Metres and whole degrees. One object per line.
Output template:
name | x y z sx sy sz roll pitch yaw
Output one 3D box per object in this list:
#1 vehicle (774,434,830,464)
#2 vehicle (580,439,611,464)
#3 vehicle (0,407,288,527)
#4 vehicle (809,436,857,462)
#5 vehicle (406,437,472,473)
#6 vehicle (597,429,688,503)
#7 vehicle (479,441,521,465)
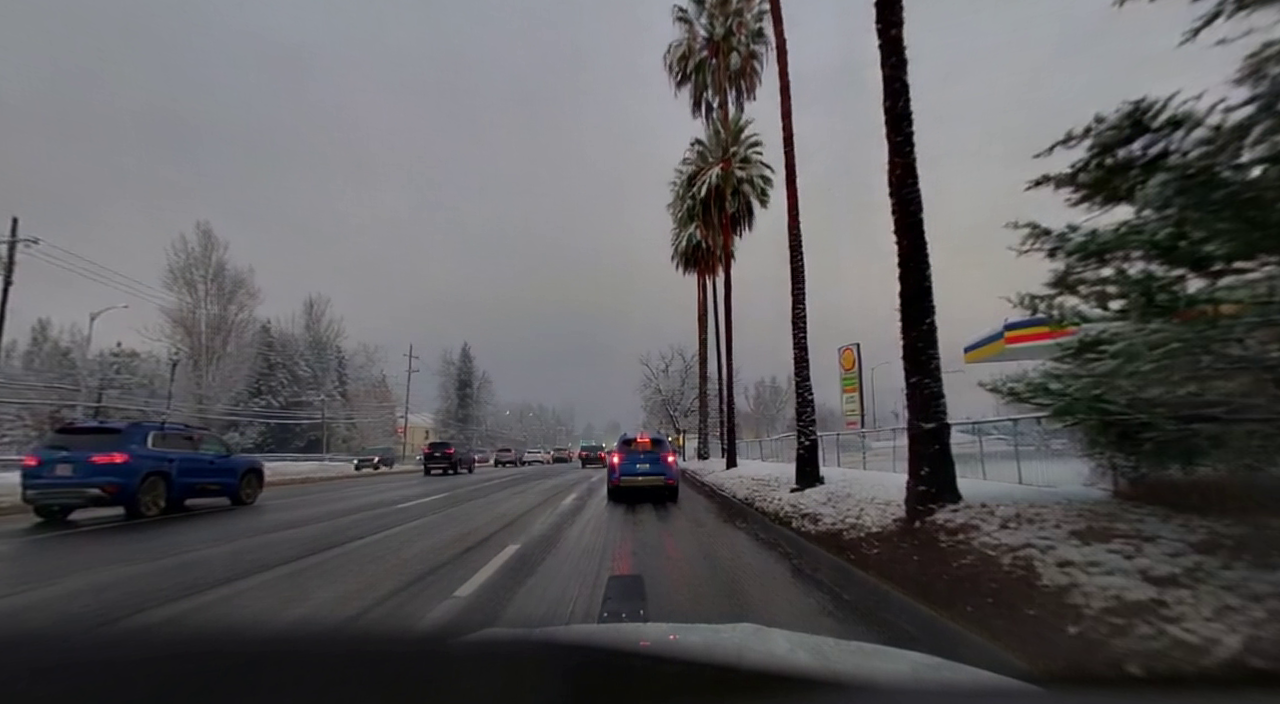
vehicle | 8.283 4.938 31.953 1.837 1.416 3.947 -4 -10 28
vehicle | -3.408 7.801 49.382 2.077 1.832 4.706 0 -9 0
vehicle | -9.956 2.270 12.924 2.269 1.934 5.350 0 -9 0
vehicle | 12.026 6.055 39.326 1.681 1.503 3.781 0 -8 -2
vehicle | -10.550 5.423 33.279 1.965 1.743 4.327 0 -9 1
vehicle | 0.100 2.963 16.707 2.121 1.710 3.893 0 -9 1
vehicle | -10.492 7.581 47.308 1.998 1.731 4.952 0 -9 0
